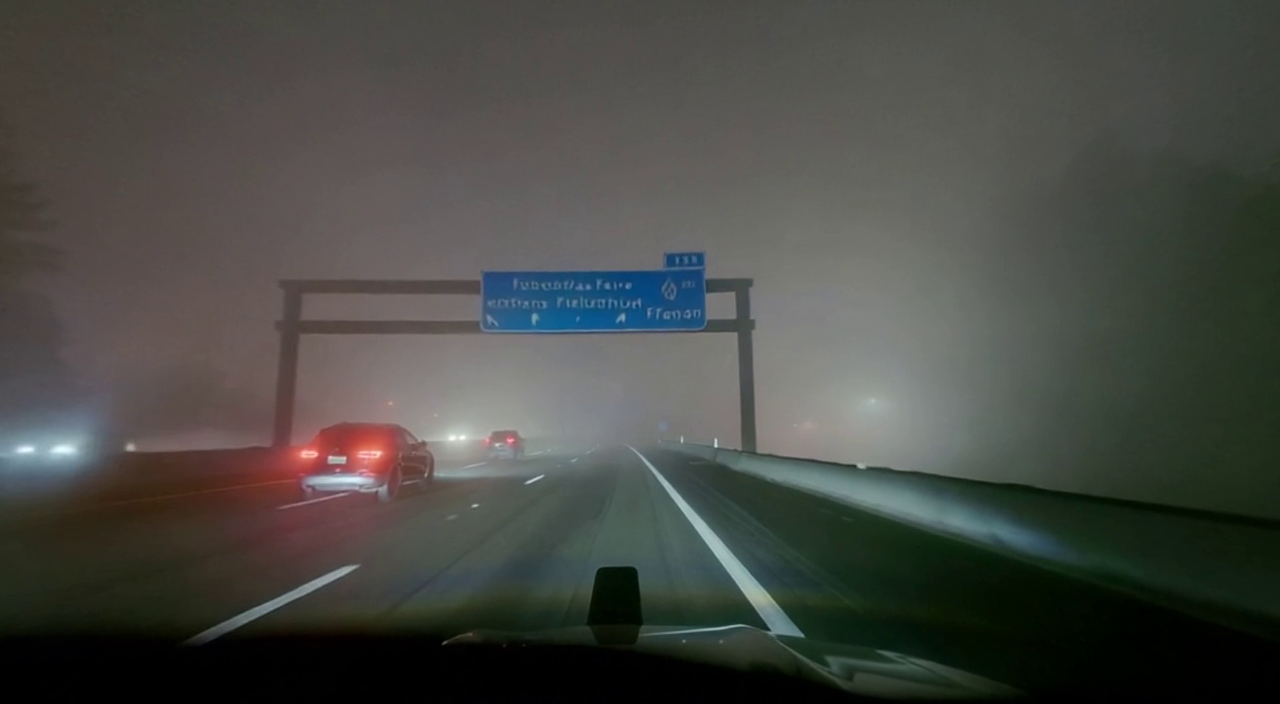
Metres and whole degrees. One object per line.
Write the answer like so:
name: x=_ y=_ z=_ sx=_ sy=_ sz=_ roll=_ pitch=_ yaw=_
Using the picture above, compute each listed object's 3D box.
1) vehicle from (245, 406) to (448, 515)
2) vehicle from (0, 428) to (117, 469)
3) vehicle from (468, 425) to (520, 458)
vehicle: x=-5.346 y=2.014 z=12.173 sx=2.007 sy=1.727 sz=4.040 roll=0 pitch=-8 yaw=-1
vehicle: x=-24.494 y=3.961 z=26.013 sx=2.090 sy=1.531 sz=4.182 roll=0 pitch=-8 yaw=-1
vehicle: x=-8.953 y=5.529 z=39.053 sx=2.169 sy=1.844 sz=5.154 roll=1 pitch=-8 yaw=-2
